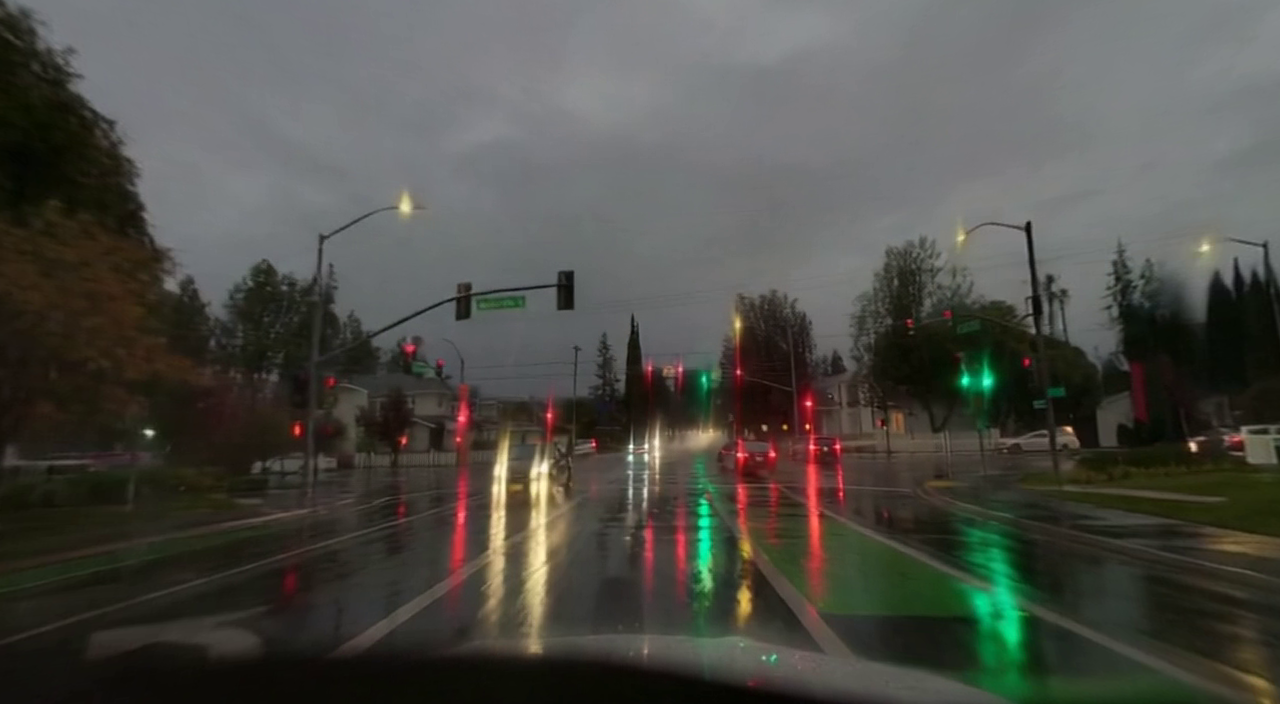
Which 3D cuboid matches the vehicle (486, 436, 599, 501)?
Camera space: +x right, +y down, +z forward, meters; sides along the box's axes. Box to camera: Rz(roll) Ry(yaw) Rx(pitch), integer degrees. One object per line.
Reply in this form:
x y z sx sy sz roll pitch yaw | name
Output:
-2.412 3.057 16.949 1.904 1.489 4.746 -1 -9 5 | vehicle

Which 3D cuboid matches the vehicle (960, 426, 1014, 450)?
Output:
26.768 6.691 48.702 1.964 1.759 4.583 -1 -9 7 | vehicle

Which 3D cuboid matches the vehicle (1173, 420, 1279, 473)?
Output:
18.893 2.770 18.740 1.937 1.474 5.114 -3 -8 6 | vehicle

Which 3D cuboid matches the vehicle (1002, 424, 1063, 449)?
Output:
29.892 6.512 48.097 2.033 1.821 4.542 -1 -8 5 | vehicle

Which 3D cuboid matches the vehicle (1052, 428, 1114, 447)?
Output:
33.726 6.557 48.026 1.837 1.396 4.695 -1 -9 8 | vehicle
